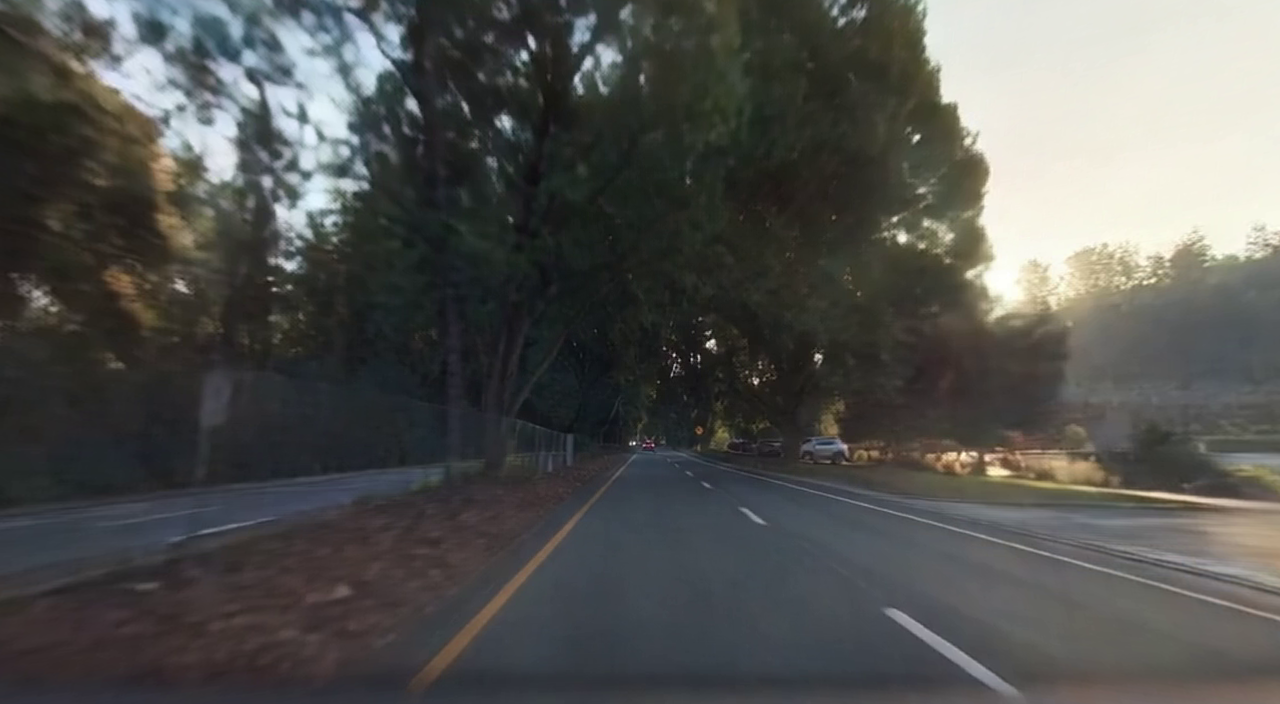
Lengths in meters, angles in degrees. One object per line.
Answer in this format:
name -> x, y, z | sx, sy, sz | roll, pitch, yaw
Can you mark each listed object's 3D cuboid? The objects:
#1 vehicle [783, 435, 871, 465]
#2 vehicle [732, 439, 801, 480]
vehicle -> 11.981, 6.300, 40.654 | 4.920, 1.826, 2.328 | 1, -8, 0
vehicle -> 5.072, 4.373, 25.970 | 1.920, 1.514, 4.746 | 0, -8, 1
